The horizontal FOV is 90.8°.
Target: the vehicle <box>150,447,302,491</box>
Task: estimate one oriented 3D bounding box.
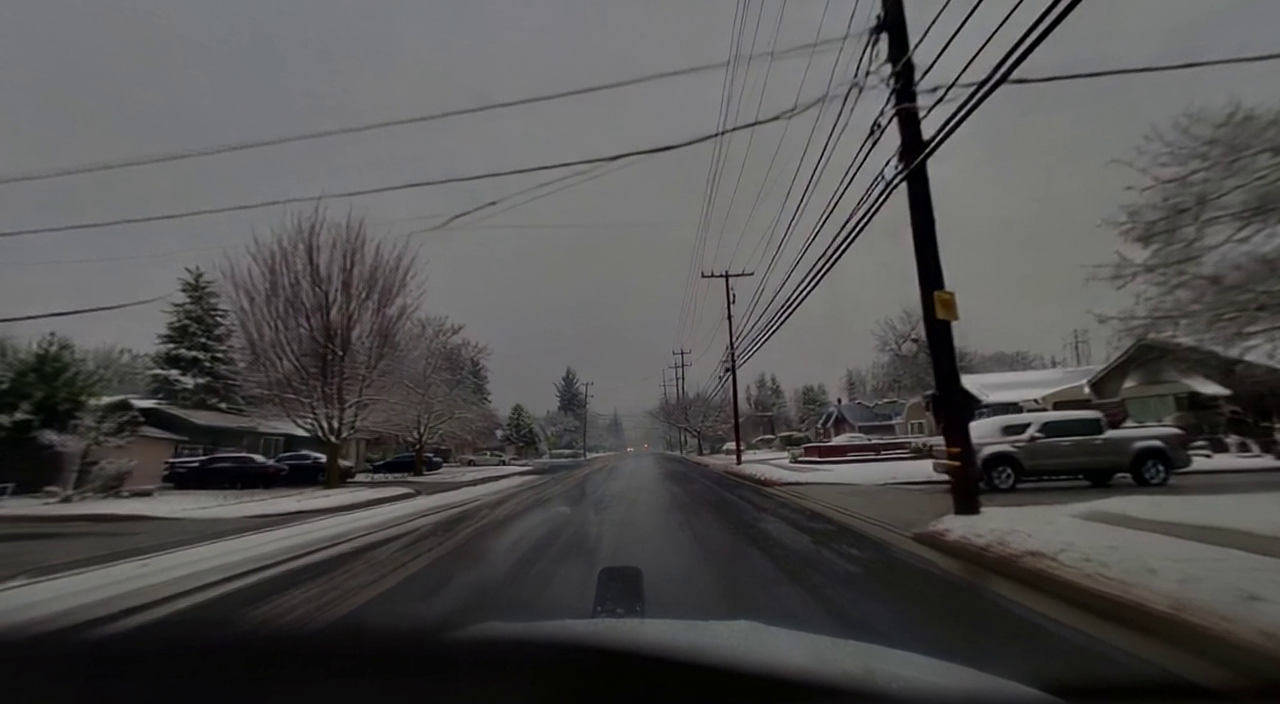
[{"bbox_3d":[-16.245,4.599,24.993,4.482,1.648,2.169,0,-9,1],"label":"vehicle"}]

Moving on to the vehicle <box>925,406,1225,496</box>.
[{"bbox_3d":[9.683,2.252,14.454,5.273,1.868,2.070,0,-9,0],"label":"vehicle"}]

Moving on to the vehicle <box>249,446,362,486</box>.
[{"bbox_3d":[-15.065,5.111,28.535,4.232,1.693,1.949,-2,-9,16],"label":"vehicle"}]

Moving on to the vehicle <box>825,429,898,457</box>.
[{"bbox_3d":[15.246,6.333,43.701,4.373,1.759,2.093,0,-9,7],"label":"vehicle"}]

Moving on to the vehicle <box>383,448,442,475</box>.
[{"bbox_3d":[-14.737,7.081,41.242,1.978,1.586,5.192,0,-9,0],"label":"vehicle"}]
